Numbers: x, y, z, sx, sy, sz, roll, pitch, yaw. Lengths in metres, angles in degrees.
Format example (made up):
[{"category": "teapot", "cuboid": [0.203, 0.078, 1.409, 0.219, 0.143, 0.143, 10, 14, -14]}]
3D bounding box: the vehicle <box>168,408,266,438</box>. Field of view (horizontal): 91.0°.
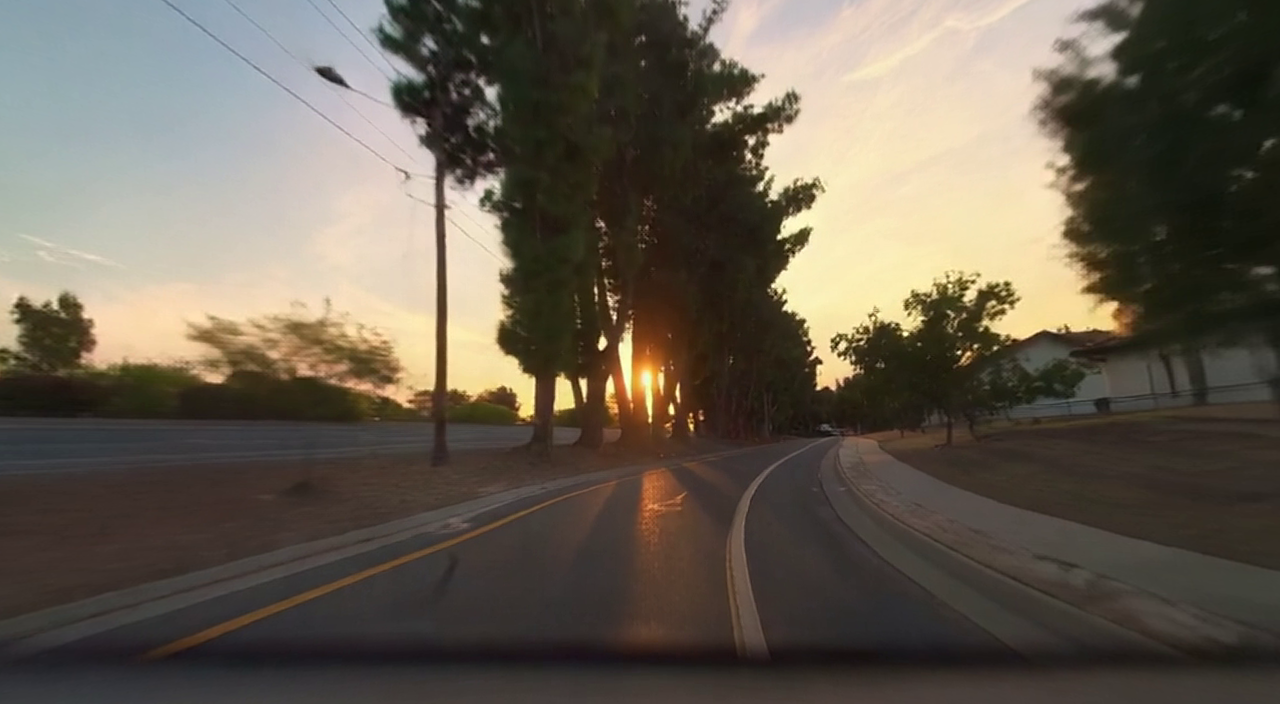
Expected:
[{"category": "vehicle", "cuboid": [-32.101, 5.439, 48.069, 2.424, 2.051, 5.709, -6, -9, 23]}]
